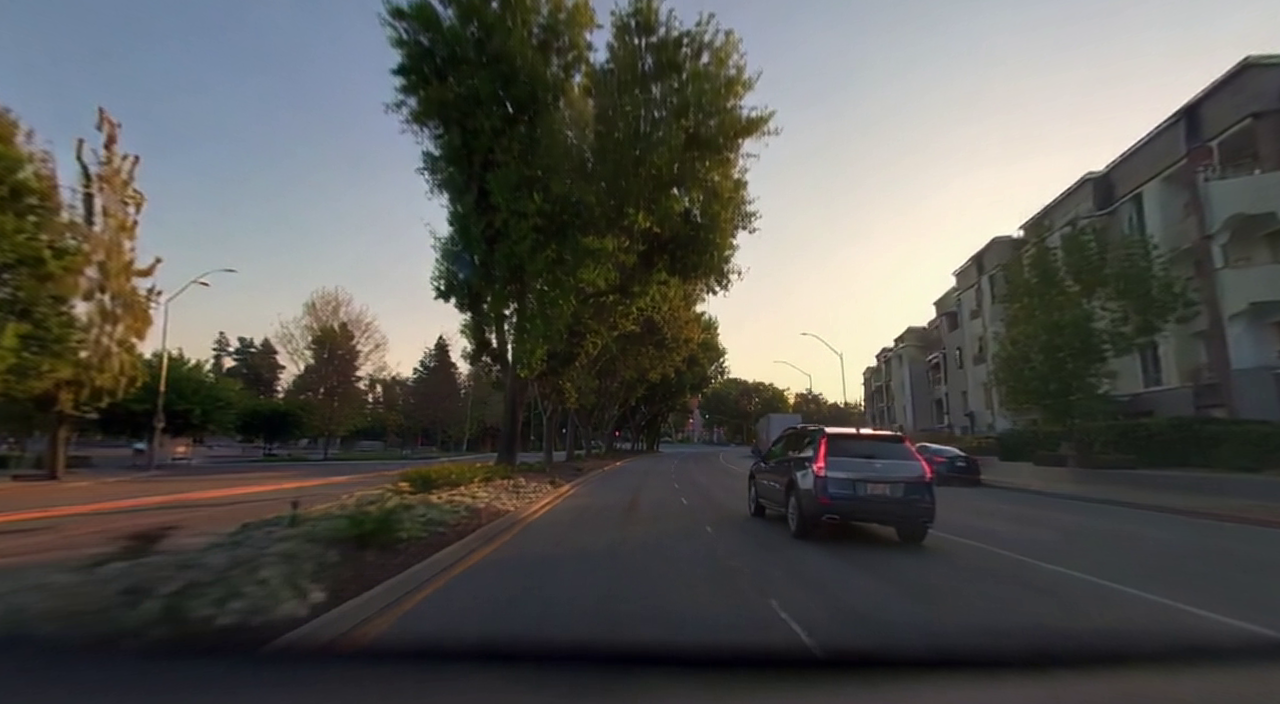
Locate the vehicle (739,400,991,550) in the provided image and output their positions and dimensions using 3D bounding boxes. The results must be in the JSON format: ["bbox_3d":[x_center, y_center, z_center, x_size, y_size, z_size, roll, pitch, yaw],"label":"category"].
[{"bbox_3d":[3.103,1.843,10.042,2.215,1.812,4.569,0,-9,-1],"label":"vehicle"}]
